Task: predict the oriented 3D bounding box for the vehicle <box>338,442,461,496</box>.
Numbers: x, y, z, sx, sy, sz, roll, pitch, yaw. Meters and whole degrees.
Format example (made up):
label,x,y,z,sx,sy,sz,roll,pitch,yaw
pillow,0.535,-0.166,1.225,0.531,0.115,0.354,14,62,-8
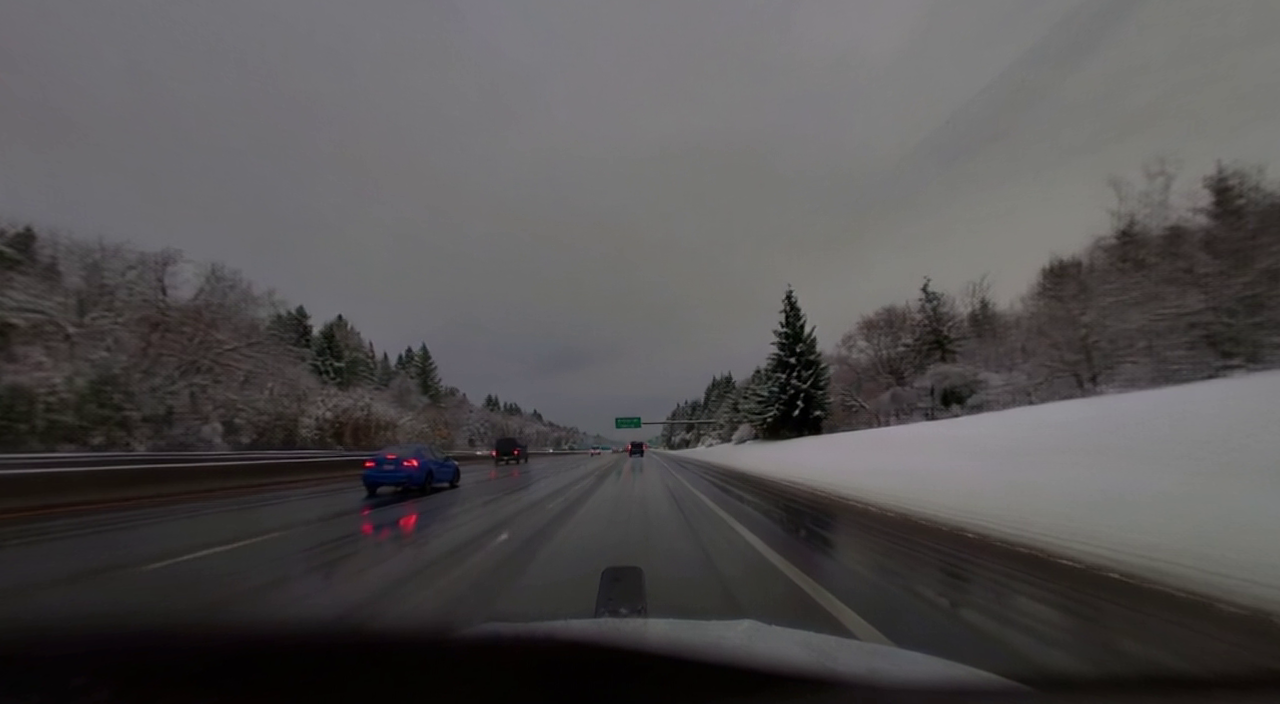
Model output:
label,x,y,z,sx,sy,sz,roll,pitch,yaw
vehicle,-7.399,3.636,20.031,1.981,1.486,4.735,0,-8,1
